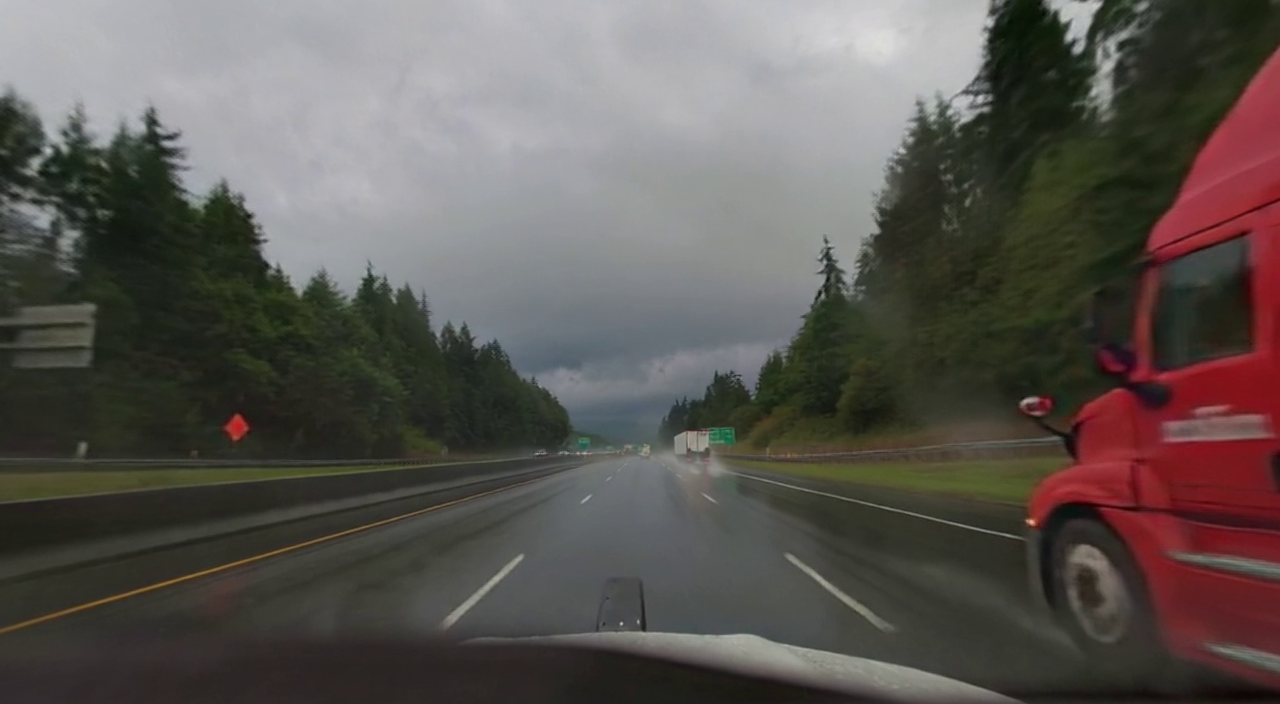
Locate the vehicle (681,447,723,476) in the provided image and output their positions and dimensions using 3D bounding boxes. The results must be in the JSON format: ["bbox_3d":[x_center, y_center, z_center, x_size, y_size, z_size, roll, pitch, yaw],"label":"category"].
[{"bbox_3d":[3.565,6.360,36.840,2.019,1.601,3.953,0,-9,0],"label":"vehicle"}]
